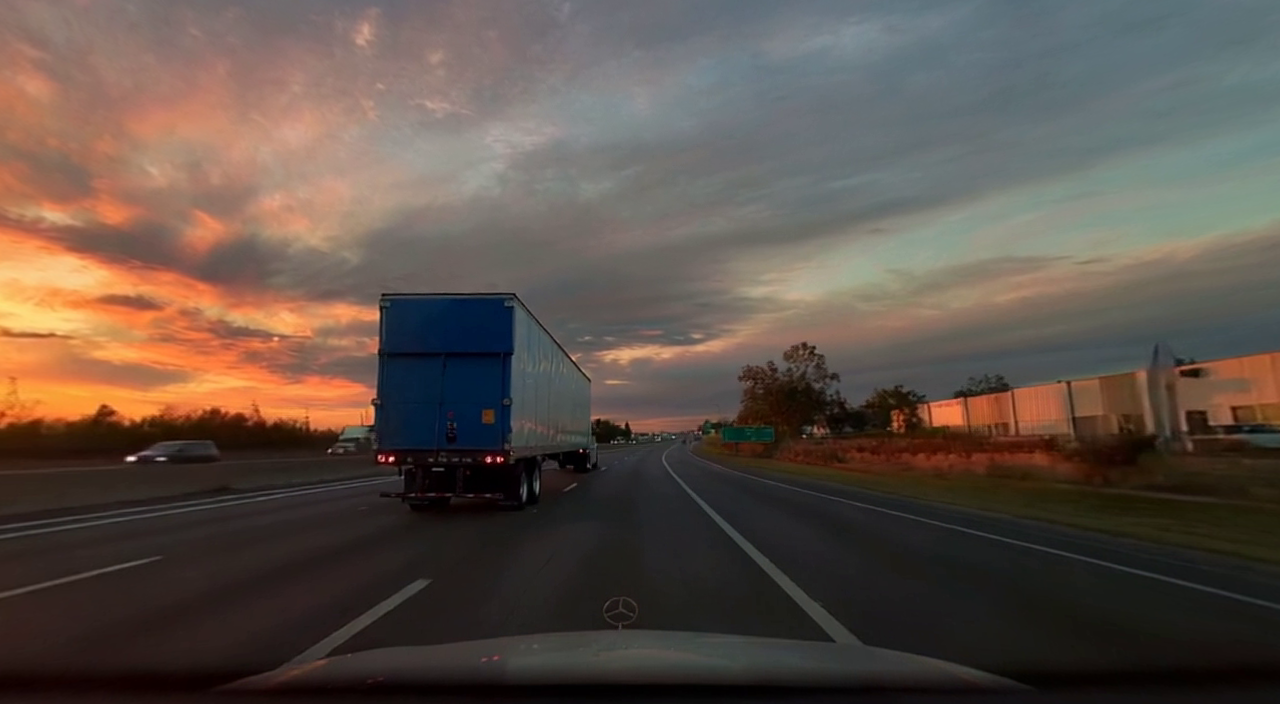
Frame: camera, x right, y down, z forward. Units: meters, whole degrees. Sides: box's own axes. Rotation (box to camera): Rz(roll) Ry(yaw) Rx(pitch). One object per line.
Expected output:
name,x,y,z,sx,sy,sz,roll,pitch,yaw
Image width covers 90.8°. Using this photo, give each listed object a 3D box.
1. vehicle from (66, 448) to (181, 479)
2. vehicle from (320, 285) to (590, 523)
vehicle,-27.839,6.007,34.278,1.938,1.513,4.945,0,-8,2
vehicle,-3.794,2.048,19.051,2.939,4.132,16.303,0,-8,1
